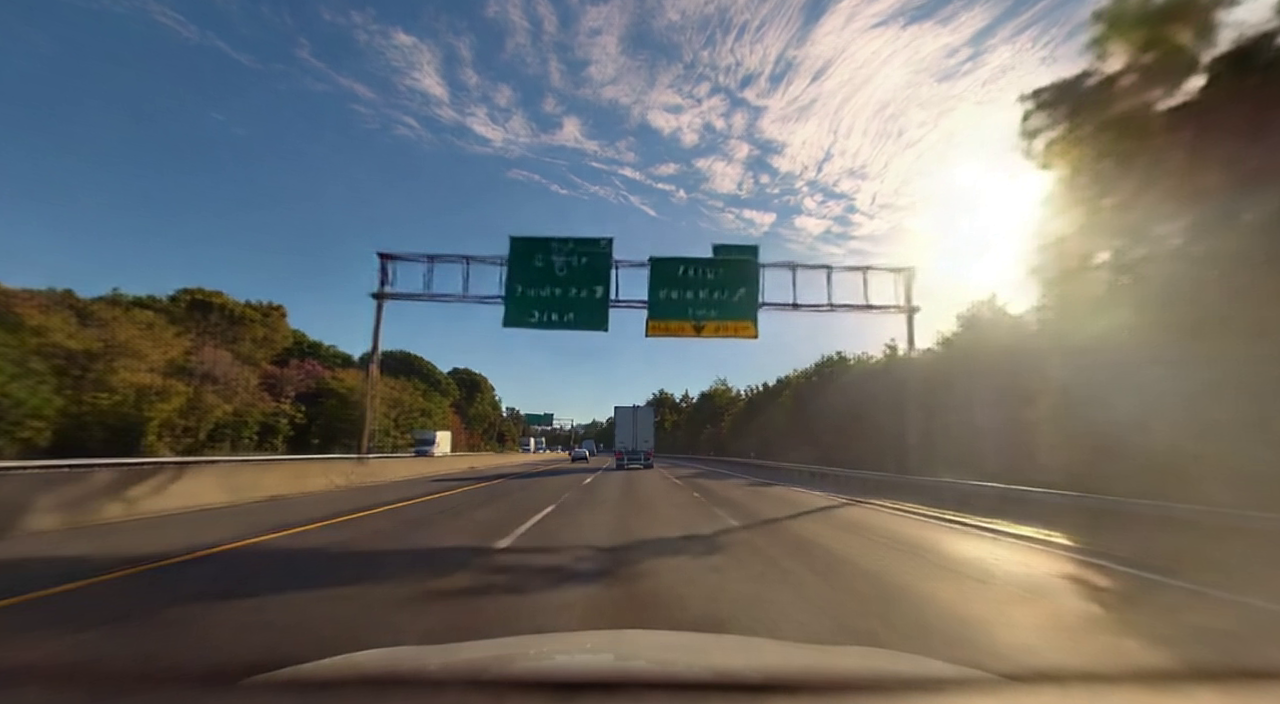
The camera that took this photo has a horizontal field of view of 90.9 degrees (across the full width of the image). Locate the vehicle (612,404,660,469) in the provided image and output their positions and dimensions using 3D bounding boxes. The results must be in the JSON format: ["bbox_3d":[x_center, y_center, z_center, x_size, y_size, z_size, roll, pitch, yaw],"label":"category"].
[{"bbox_3d":[-0.408,5.993,43.952,2.962,3.953,10.696,0,-9,-2],"label":"vehicle"}]
